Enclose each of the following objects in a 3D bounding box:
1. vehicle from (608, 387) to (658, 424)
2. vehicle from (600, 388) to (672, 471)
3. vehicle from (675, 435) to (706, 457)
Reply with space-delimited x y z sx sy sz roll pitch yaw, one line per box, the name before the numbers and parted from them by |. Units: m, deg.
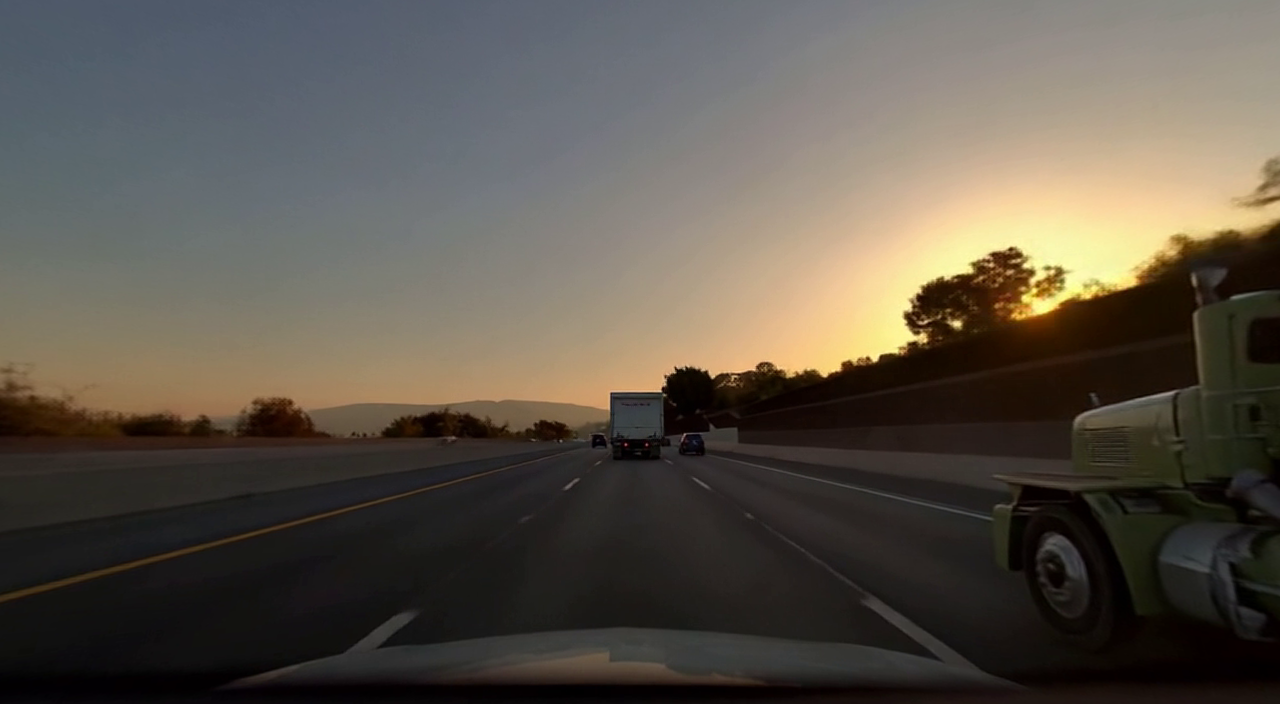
vehicle | -0.282 2.482 28.429 2.112 1.472 4.240 0 -8 0
vehicle | -0.375 4.080 32.882 2.953 3.406 13.372 0 -7 -2
vehicle | 3.697 6.896 46.363 1.910 1.492 4.324 0 -8 0
